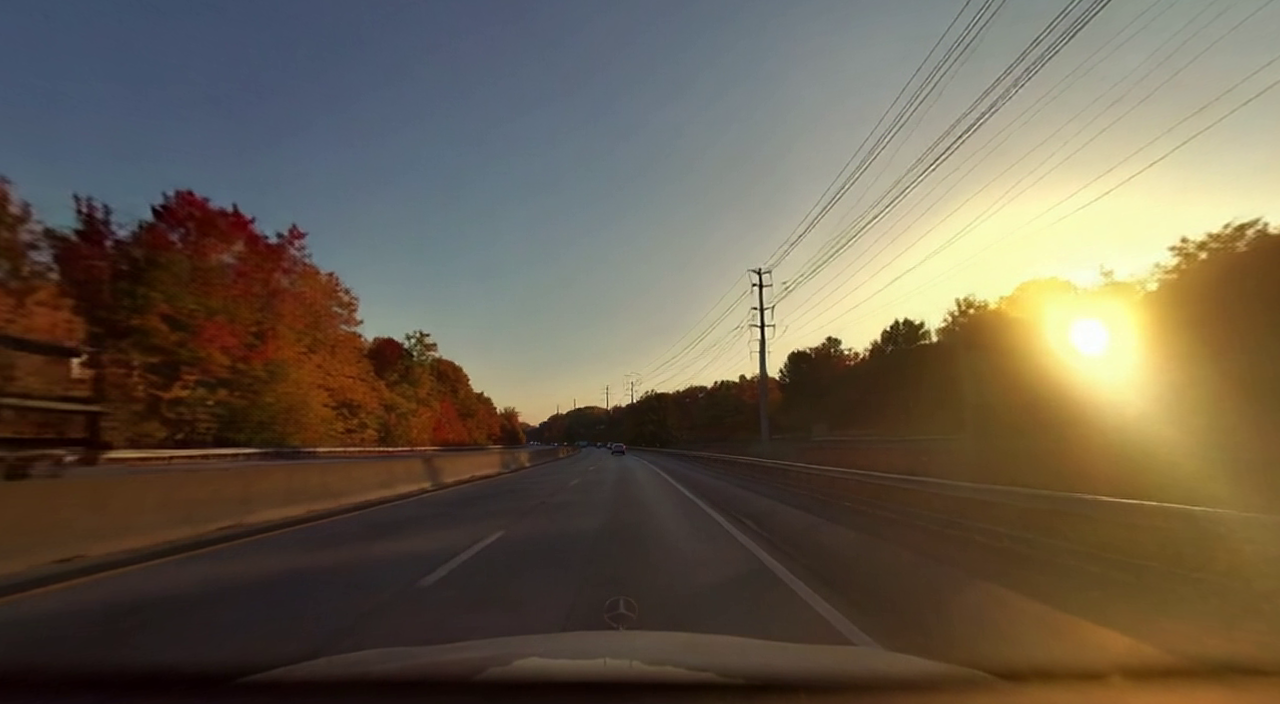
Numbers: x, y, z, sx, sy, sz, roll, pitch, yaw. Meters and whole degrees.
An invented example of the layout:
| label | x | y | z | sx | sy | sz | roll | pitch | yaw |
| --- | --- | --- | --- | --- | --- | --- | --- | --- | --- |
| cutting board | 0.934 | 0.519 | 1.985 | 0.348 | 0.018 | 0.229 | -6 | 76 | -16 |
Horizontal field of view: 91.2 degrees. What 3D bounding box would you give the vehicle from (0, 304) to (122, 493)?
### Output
| label | x | y | z | sx | sy | sz | roll | pitch | yaw |
| --- | --- | --- | --- | --- | --- | --- | --- | --- | --- |
| vehicle | -15.459 | 0.429 | 9.849 | 2.967 | 4.109 | 13.823 | 0 | -9 | -1 |
